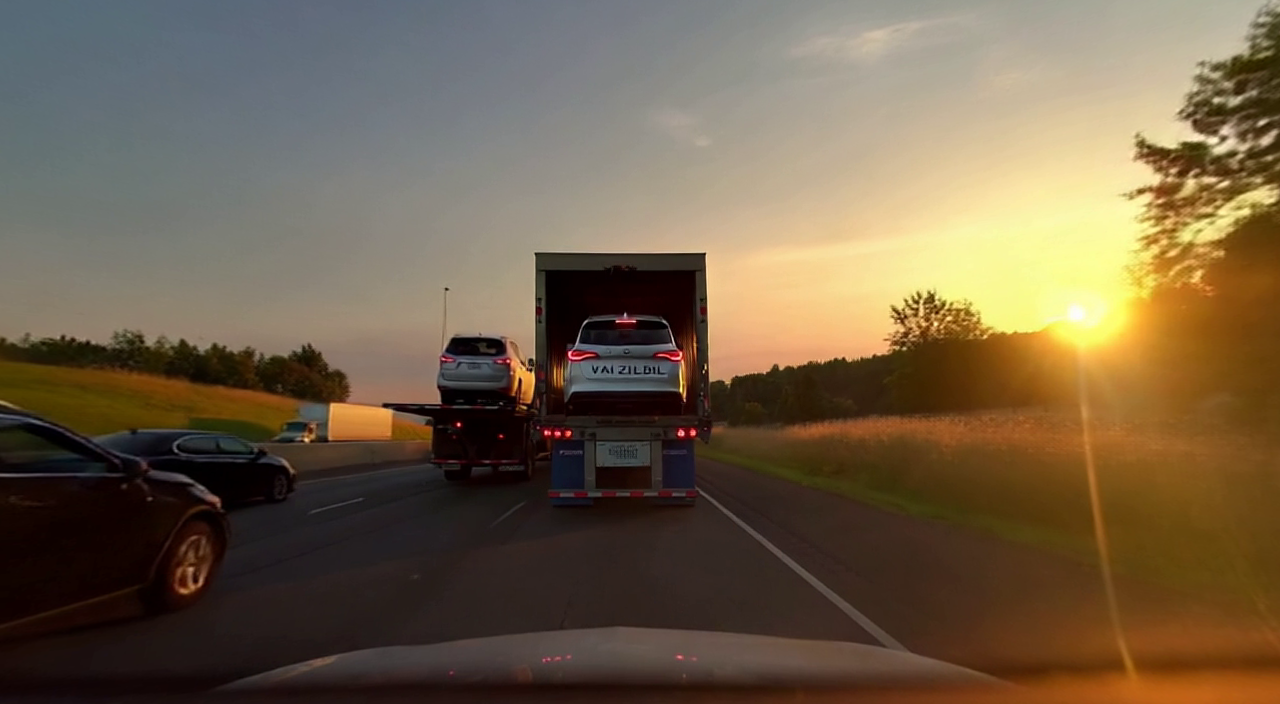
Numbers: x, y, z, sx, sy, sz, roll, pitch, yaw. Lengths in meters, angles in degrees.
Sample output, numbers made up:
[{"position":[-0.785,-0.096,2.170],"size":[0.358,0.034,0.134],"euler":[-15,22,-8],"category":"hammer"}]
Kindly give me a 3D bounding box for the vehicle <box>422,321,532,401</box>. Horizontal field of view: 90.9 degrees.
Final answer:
[{"position":[-4.551,0.395,18.369],"size":[2.118,1.799,4.591],"euler":[0,-7,-2],"category":"vehicle"}]

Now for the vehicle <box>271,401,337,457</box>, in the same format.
[{"position":[-25.025,5.756,47.073],"size":[3.057,4.021,3.104],"euler":[0,-7,-1],"category":"vehicle"}]

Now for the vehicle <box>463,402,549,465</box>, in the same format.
[{"position":[-4.631,2.889,22.468],"size":[2.258,1.970,4.402],"euler":[-1,-7,-2],"category":"vehicle"}]

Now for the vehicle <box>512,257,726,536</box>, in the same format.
[{"position":[-0.450,1.131,12.836],"size":[2.738,3.628,9.223],"euler":[0,-7,-2],"category":"vehicle"}]

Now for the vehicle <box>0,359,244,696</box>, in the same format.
[{"position":[-4.150,0.849,2.908],"size":[1.914,1.675,4.331],"euler":[0,-7,-2],"category":"vehicle"}]
